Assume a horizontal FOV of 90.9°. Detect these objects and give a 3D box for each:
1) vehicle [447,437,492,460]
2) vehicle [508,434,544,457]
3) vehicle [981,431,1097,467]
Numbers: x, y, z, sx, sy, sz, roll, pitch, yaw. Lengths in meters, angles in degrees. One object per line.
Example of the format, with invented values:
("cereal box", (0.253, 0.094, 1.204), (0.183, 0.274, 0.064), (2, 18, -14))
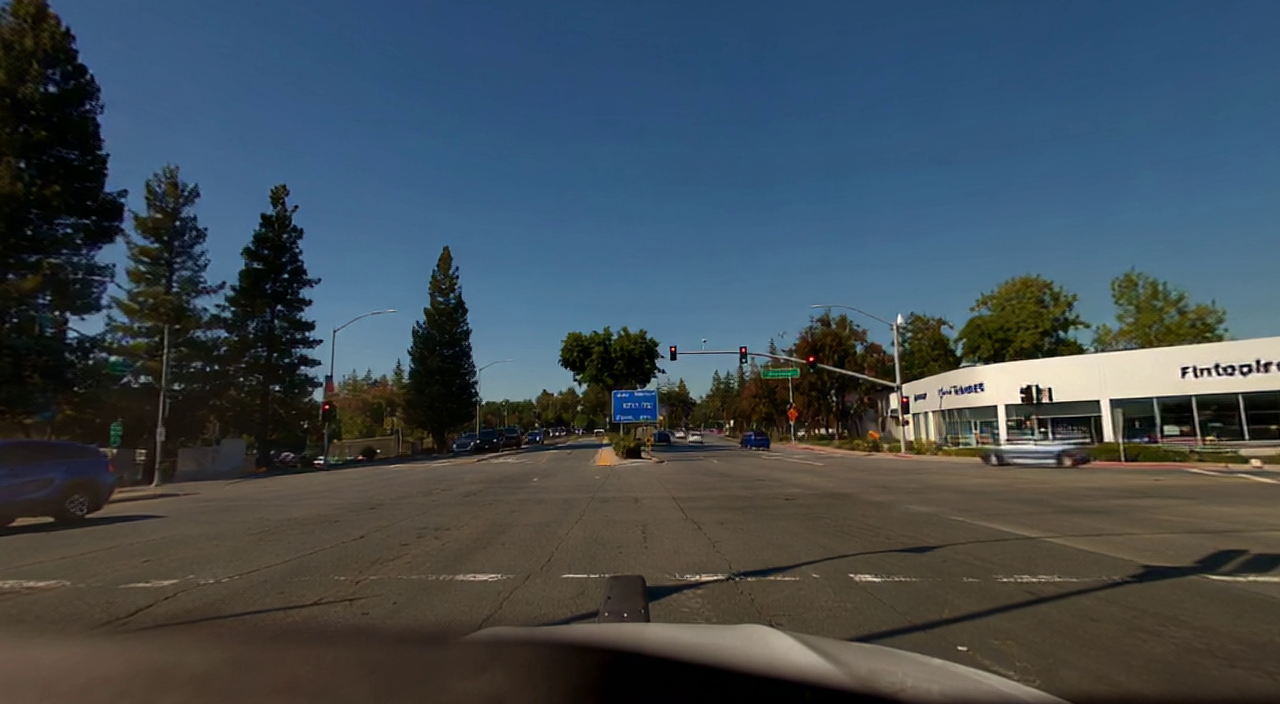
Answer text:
("vehicle", (-11.794, 6.688, 43.894), (2.111, 1.499, 4.371), (0, -9, -3))
("vehicle", (-8.073, 6.665, 45.088), (1.920, 1.546, 4.086), (0, -9, -1))
("vehicle", (19.856, 4.865, 31.687), (4.667, 1.664, 1.936), (-5, -10, 27))
